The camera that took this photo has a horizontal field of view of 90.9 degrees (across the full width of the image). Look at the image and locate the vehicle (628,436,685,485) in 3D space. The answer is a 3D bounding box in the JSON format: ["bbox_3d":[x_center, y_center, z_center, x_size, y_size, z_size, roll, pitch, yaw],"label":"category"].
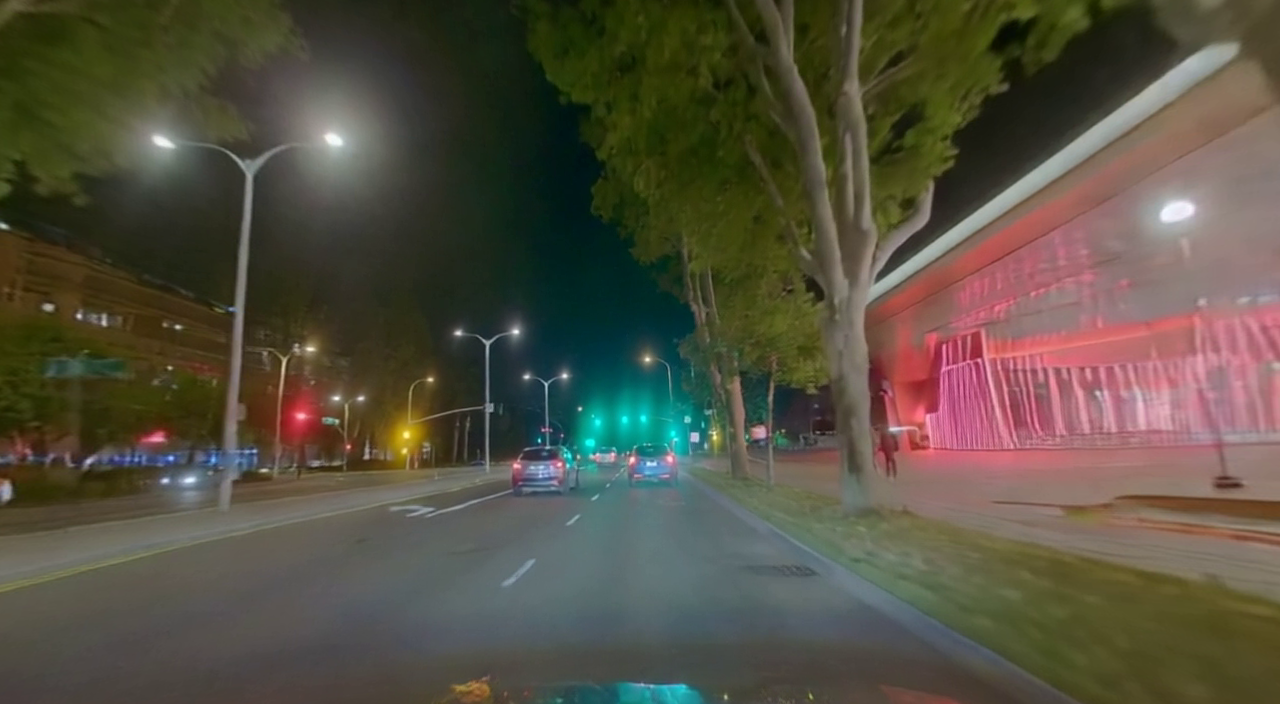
[{"bbox_3d":[0.639,4.355,25.552,2.120,1.758,3.917,-1,-9,1],"label":"vehicle"}]

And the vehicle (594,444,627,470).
[{"bbox_3d":[-2.173,7.975,48.112,2.220,1.847,4.587,-1,-9,1],"label":"vehicle"}]

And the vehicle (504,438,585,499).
[{"bbox_3d":[-2.948,3.694,20.342,1.940,1.722,3.823,-1,-9,1],"label":"vehicle"}]
